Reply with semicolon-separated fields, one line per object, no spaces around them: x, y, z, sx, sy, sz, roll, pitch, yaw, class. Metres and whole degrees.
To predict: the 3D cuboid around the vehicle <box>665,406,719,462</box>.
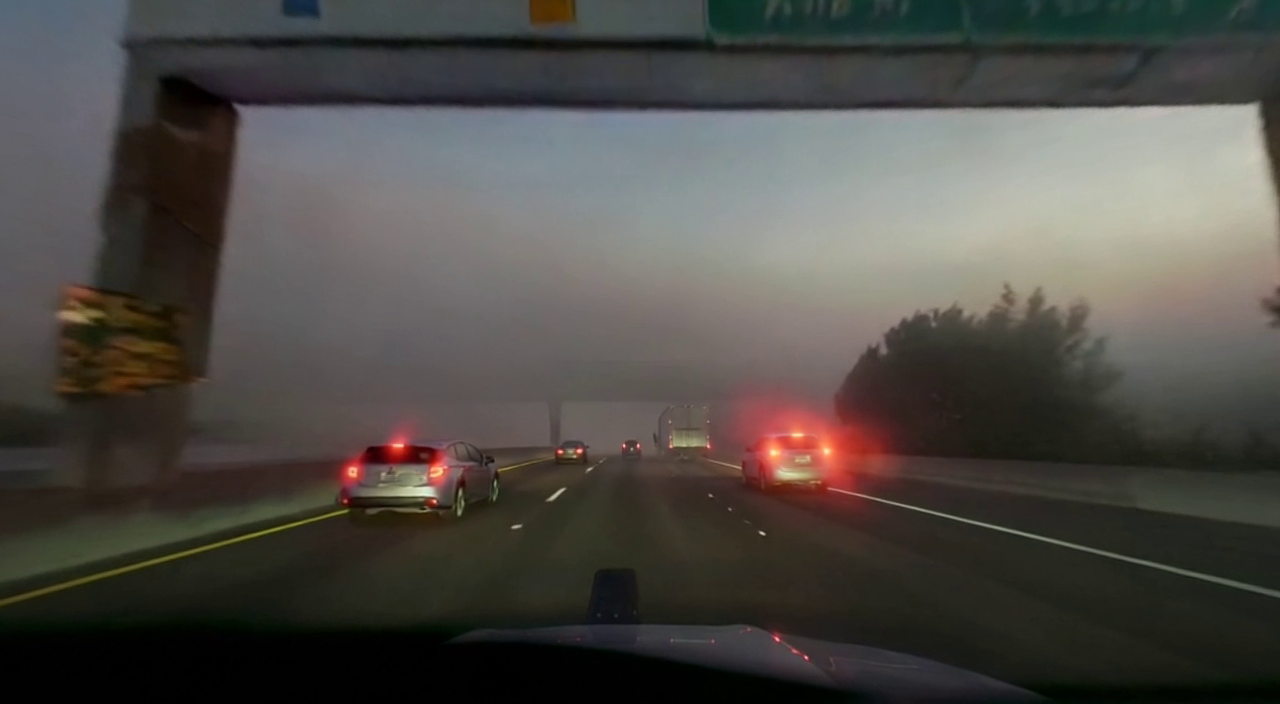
3.588;6.076;46.119;2.824;3.585;11.410;-1;-8;-1;vehicle

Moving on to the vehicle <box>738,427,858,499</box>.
3.964;2.842;16.581;2.001;1.625;4.088;0;-8;-1;vehicle

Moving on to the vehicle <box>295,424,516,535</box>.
-3.658;2.075;10.921;2.122;1.486;4.532;0;-8;0;vehicle

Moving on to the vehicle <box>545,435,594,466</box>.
-3.532;5.043;32.376;2.064;1.479;4.370;0;-8;-1;vehicle
